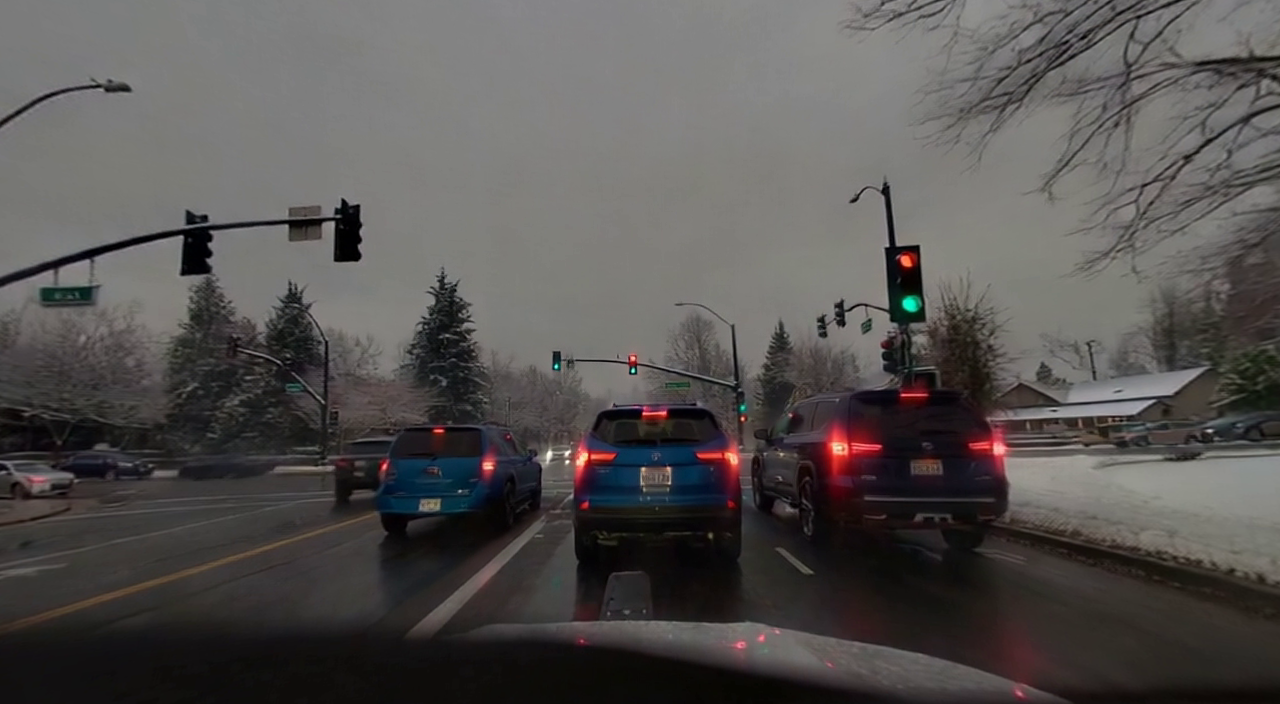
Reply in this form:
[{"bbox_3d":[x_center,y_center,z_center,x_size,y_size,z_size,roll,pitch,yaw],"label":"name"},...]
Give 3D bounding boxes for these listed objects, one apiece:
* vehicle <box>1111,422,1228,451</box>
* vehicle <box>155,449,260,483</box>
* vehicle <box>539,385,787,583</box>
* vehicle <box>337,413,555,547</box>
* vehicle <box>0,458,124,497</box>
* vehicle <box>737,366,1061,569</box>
[{"bbox_3d":[28.139,4.513,33.617,4.512,1.444,1.859,-1,-8,0],"label":"vehicle"},{"bbox_3d":[-22.581,5.934,32.986,4.316,1.689,2.108,-3,-9,15],"label":"vehicle"},{"bbox_3d":[0.182,1.504,7.883,2.235,1.778,4.178,0,-8,-1],"label":"vehicle"},{"bbox_3d":[-2.742,1.938,10.218,2.058,1.659,4.514,0,-8,0],"label":"vehicle"},{"bbox_3d":[-24.008,5.046,25.540,4.383,1.456,1.999,0,-8,-1],"label":"vehicle"},{"bbox_3d":[3.091,1.593,9.356,2.338,2.063,5.672,0,-8,0],"label":"vehicle"}]
